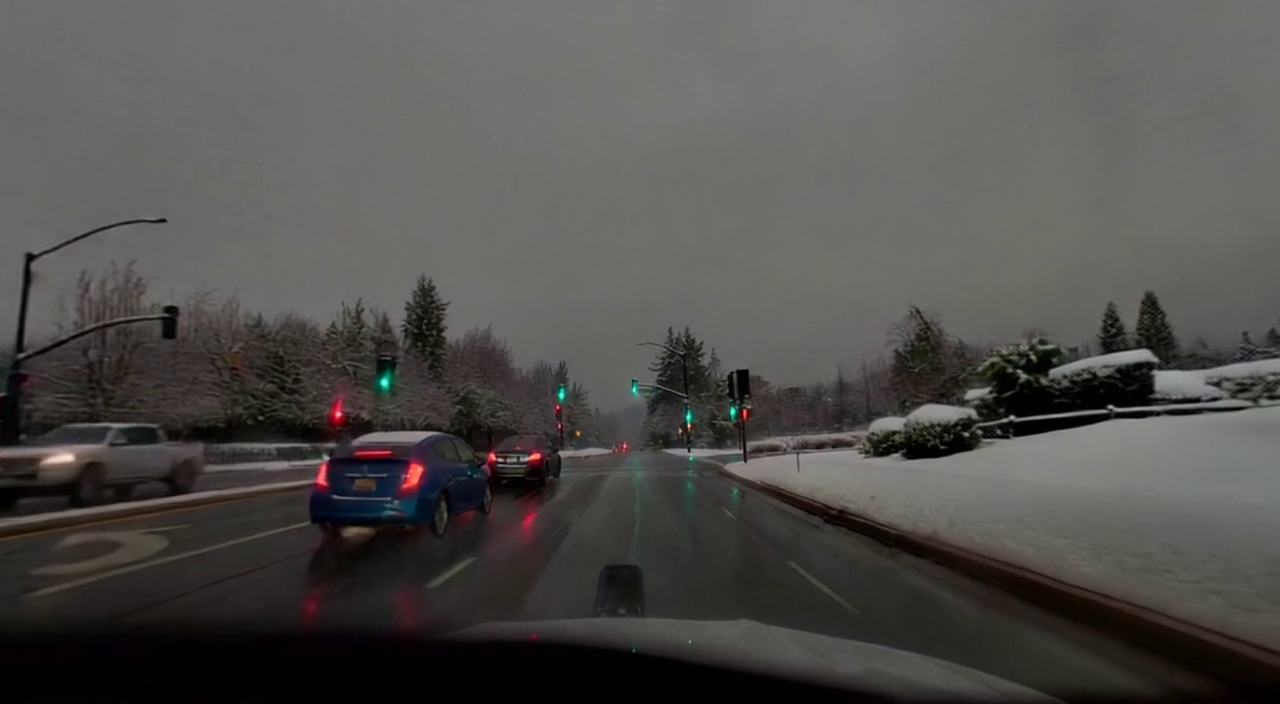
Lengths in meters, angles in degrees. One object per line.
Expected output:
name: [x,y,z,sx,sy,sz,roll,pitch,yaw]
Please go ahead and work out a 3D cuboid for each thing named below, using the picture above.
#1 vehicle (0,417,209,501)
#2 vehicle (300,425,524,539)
vehicle: [-17.117,3.411,20.521,2.496,2.351,5.293,0,-9,-1]
vehicle: [-3.445,2.080,10.736,2.038,1.486,4.678,0,-9,0]
